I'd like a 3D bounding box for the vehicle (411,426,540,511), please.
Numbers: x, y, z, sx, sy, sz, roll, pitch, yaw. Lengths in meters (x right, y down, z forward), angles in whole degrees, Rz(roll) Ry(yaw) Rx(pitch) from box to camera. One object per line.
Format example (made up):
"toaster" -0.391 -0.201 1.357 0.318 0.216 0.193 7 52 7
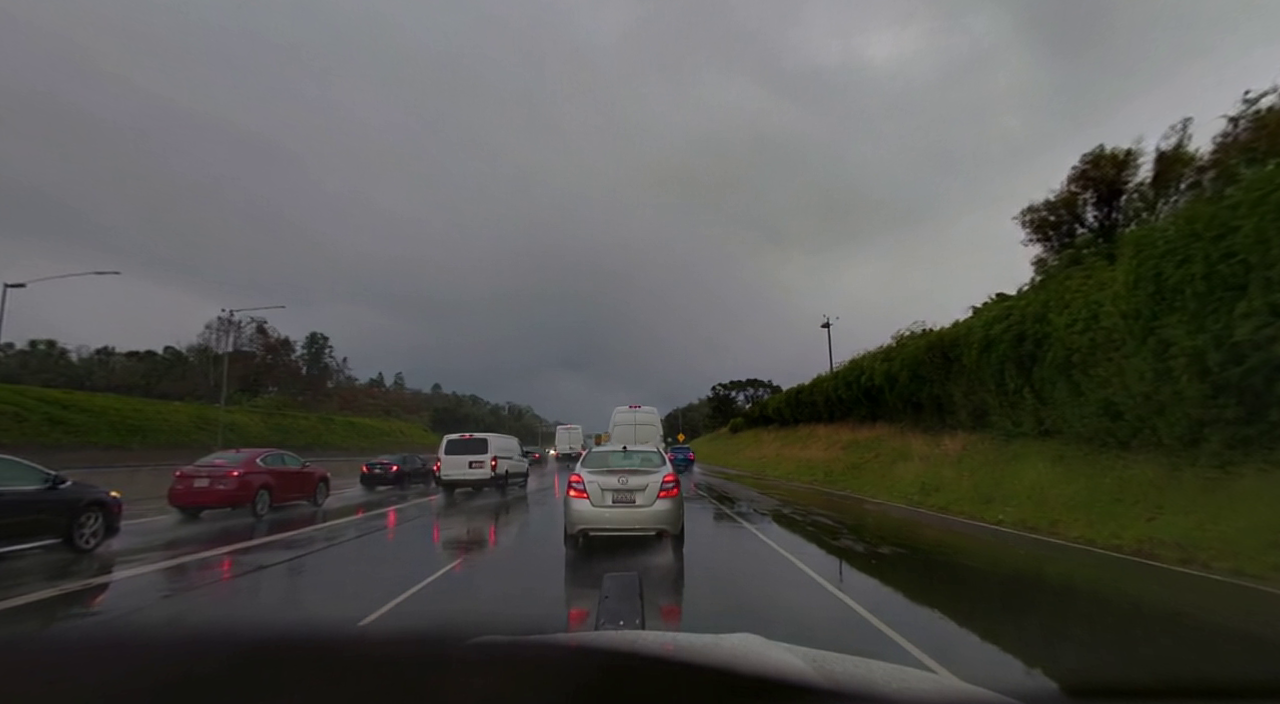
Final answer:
"vehicle" -4.126 3.024 16.753 2.055 1.913 4.584 -1 -9 2

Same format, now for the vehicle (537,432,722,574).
"vehicle" -0.145 1.898 8.564 1.995 1.495 3.380 0 -9 -1

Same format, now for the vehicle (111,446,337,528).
"vehicle" -8.708 2.823 13.822 1.884 1.484 4.389 -1 -9 1

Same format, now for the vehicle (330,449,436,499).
"vehicle" -8.406 3.991 21.050 1.826 1.465 3.916 -1 -9 1

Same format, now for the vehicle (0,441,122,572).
"vehicle" -8.287 1.683 6.610 1.864 1.492 4.453 -1 -9 1
